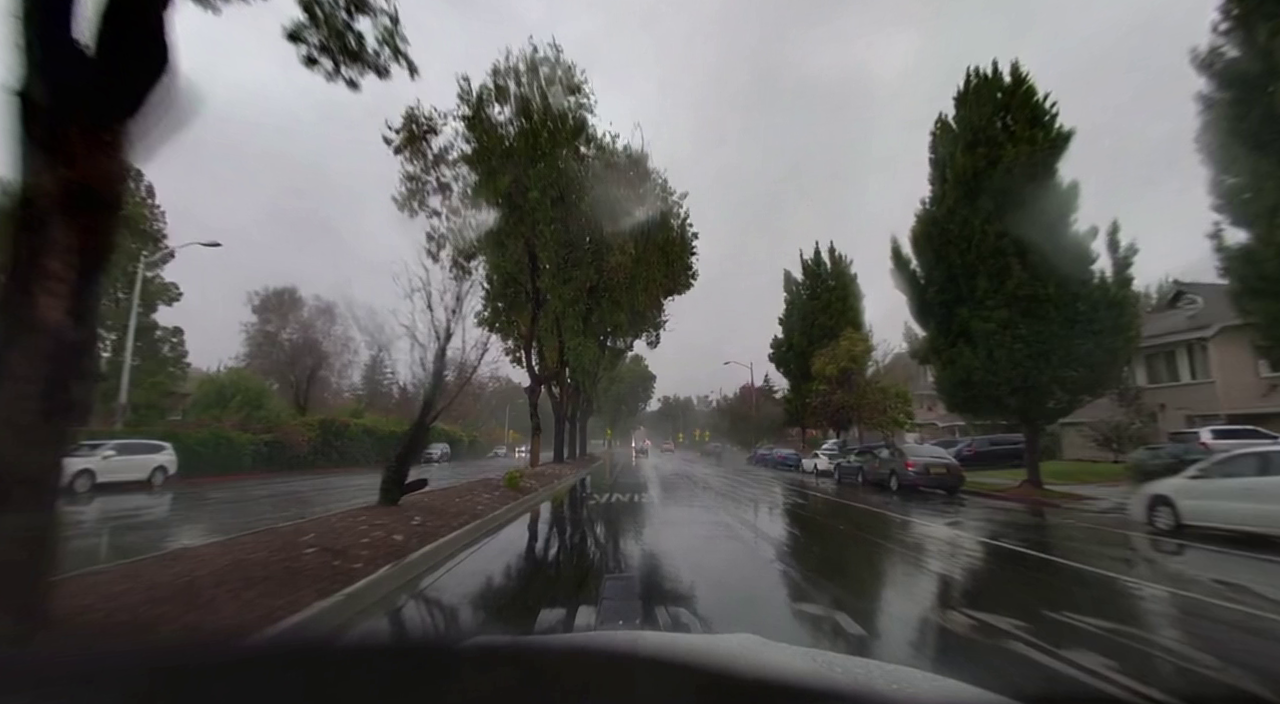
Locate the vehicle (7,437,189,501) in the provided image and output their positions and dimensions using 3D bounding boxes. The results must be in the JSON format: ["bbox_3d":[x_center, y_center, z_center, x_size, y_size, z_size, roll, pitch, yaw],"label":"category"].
[{"bbox_3d":[-17.320,3.703,20.569,1.959,1.690,4.446,-3,-7,1],"label":"vehicle"}]

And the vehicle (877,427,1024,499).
[{"bbox_3d":[9.435,3.415,19.816,2.083,1.946,4.928,0,-8,0],"label":"vehicle"}]

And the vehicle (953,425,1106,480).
[{"bbox_3d":[16.811,4.352,27.491,4.972,1.793,2.293,-5,-8,0],"label":"vehicle"}]

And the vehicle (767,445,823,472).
[{"bbox_3d":[9.381,6.458,38.684,2.009,1.493,4.983,0,-8,-1],"label":"vehicle"}]

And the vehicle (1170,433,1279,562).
[{"bbox_3d":[9.595,1.770,7.283,2.161,1.687,5.331,0,-8,-3],"label":"vehicle"}]
